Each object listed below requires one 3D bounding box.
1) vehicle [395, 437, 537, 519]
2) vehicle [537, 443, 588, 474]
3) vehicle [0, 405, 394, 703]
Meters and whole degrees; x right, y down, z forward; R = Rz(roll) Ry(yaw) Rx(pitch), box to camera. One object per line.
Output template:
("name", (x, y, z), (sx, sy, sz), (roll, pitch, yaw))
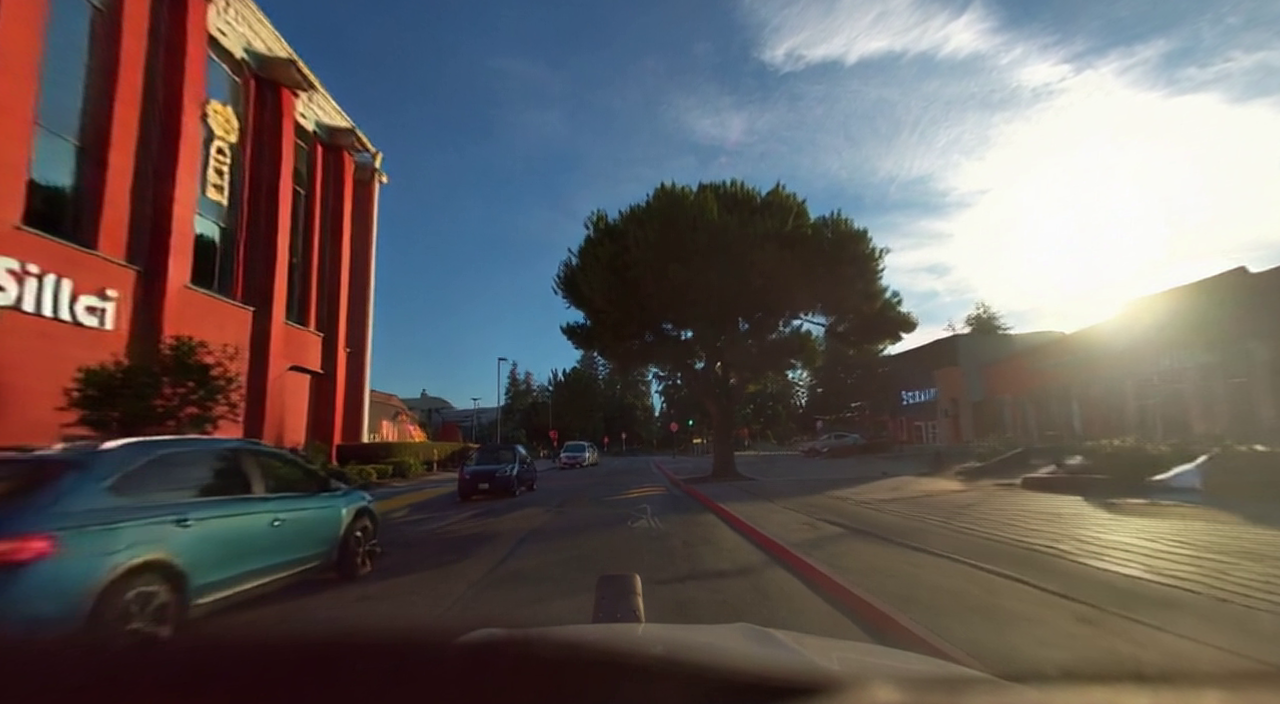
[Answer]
("vehicle", (-3.558, 2.614, 13.745), (1.853, 1.478, 4.381), (0, -8, 0))
("vehicle", (-3.883, 5.412, 32.194), (1.962, 1.424, 4.289), (0, -8, 1))
("vehicle", (-3.421, 1.242, 4.400), (1.768, 1.539, 4.147), (0, -8, -1))
